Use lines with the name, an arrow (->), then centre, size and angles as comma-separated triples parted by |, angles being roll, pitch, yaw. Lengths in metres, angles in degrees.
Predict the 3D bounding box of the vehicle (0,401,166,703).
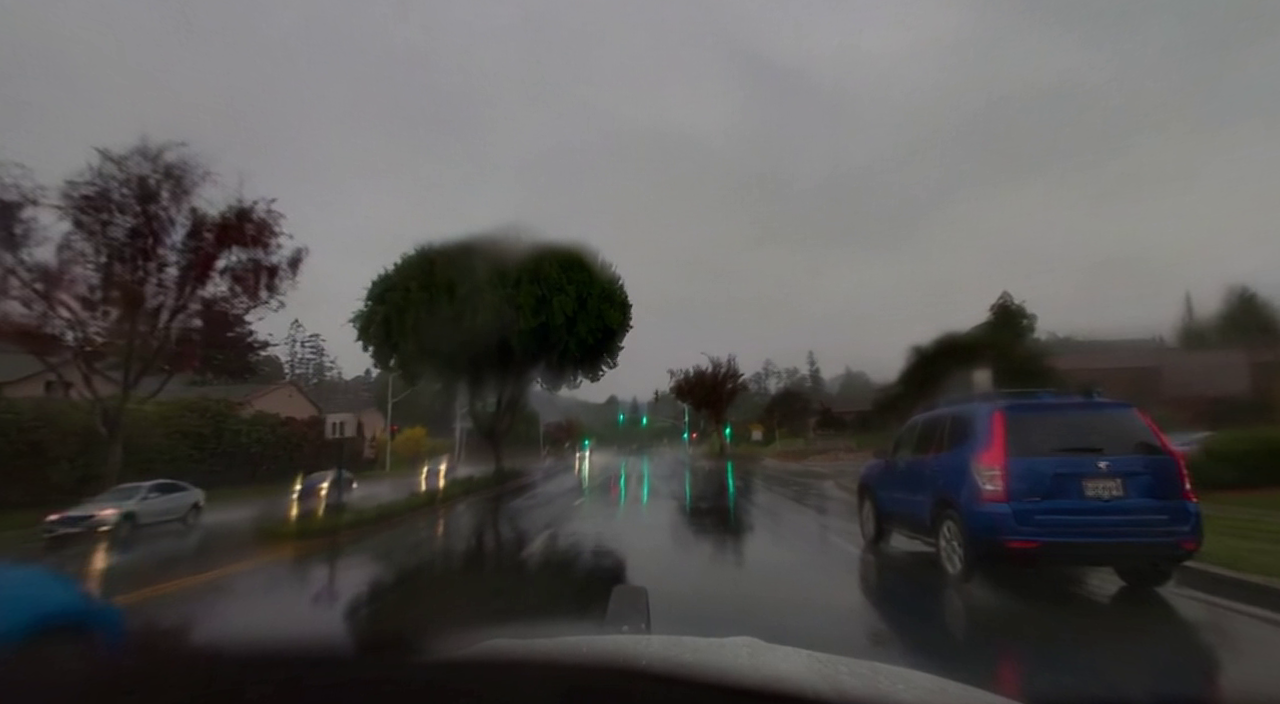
vehicle -> -3.679, 0.844, 1.174 | 2.058, 1.659, 4.514 | -1, -9, 0

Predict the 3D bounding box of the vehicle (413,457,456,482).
vehicle -> -15.865, 9.048, 48.801 | 2.077, 1.704, 4.602 | -1, -9, -4

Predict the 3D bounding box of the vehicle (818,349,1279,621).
vehicle -> 4.101, 1.447, 7.753 | 2.338, 2.063, 5.592 | -2, -9, 2

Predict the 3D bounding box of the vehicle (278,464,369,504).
vehicle -> -14.559, 6.066, 29.357 | 1.967, 1.512, 4.901 | -1, -9, -3
